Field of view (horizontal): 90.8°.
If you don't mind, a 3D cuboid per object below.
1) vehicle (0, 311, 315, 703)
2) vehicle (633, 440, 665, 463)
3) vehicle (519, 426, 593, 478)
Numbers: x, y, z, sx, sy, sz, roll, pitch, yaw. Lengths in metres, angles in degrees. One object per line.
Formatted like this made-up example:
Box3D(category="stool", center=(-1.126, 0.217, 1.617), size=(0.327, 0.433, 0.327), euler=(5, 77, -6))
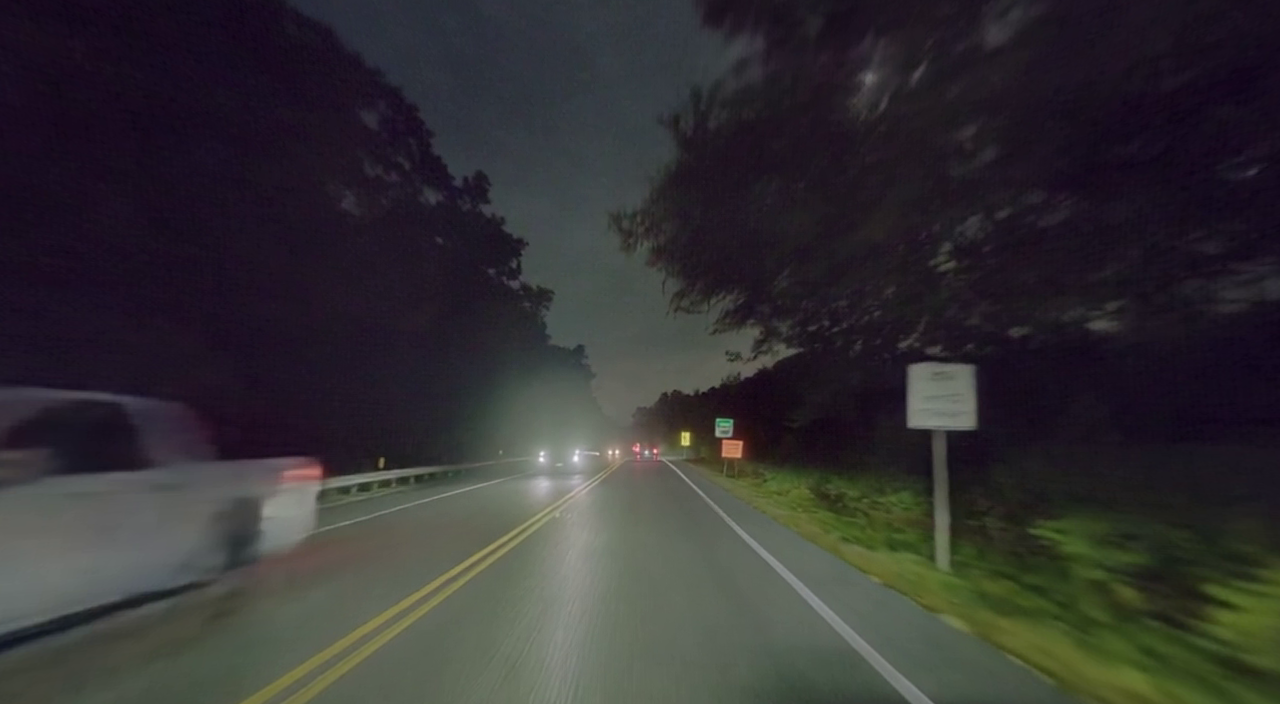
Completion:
Box3D(category="vehicle", center=(-4.264, 0.832, 2.983), size=(2.461, 2.030, 5.478), euler=(0, -9, 1))
Box3D(category="vehicle", center=(0.619, 6.749, 43.042), size=(2.067, 1.486, 3.861), euler=(0, -9, 0))
Box3D(category="vehicle", center=(-3.664, 4.561, 28.898), size=(2.441, 2.113, 5.738), euler=(0, -9, 1))
